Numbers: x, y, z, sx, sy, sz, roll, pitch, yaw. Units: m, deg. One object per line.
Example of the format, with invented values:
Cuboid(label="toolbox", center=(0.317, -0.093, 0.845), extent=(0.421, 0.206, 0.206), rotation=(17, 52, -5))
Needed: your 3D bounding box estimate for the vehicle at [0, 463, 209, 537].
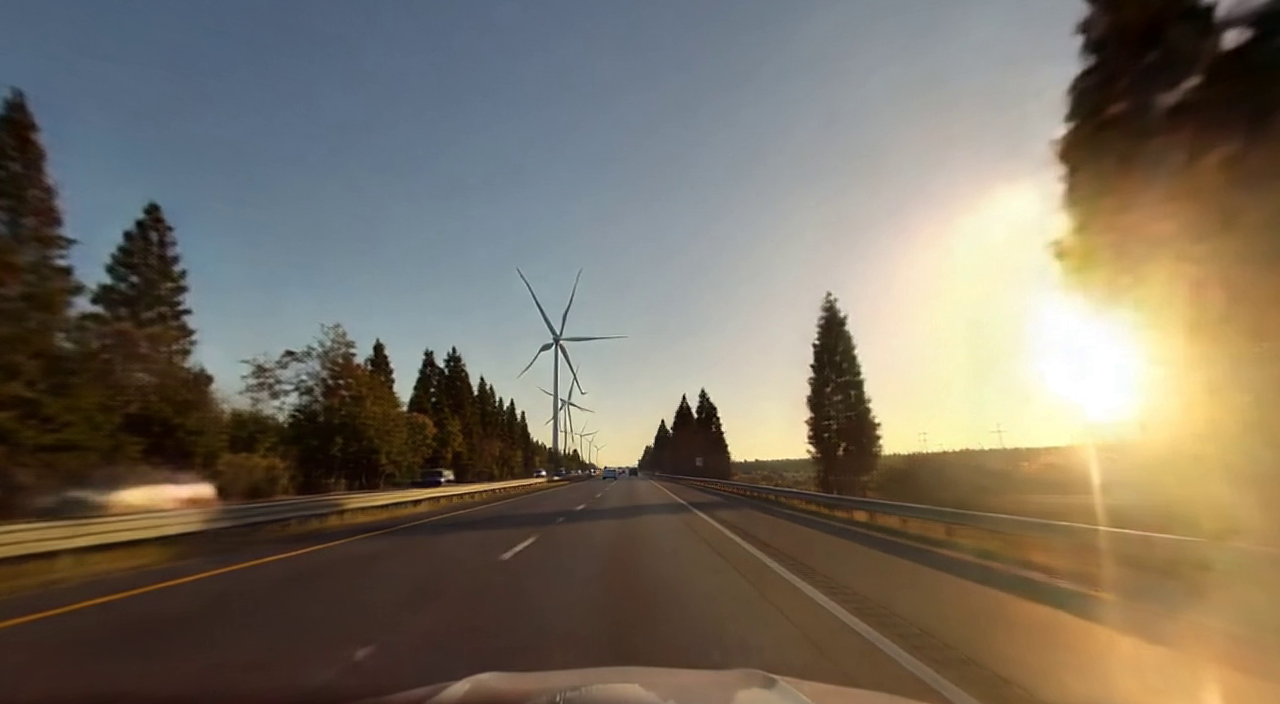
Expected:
Cuboid(label="vehicle", center=(-13.182, 3.584, 15.682), extent=(1.868, 1.526, 4.154), rotation=(1, -11, 0))
